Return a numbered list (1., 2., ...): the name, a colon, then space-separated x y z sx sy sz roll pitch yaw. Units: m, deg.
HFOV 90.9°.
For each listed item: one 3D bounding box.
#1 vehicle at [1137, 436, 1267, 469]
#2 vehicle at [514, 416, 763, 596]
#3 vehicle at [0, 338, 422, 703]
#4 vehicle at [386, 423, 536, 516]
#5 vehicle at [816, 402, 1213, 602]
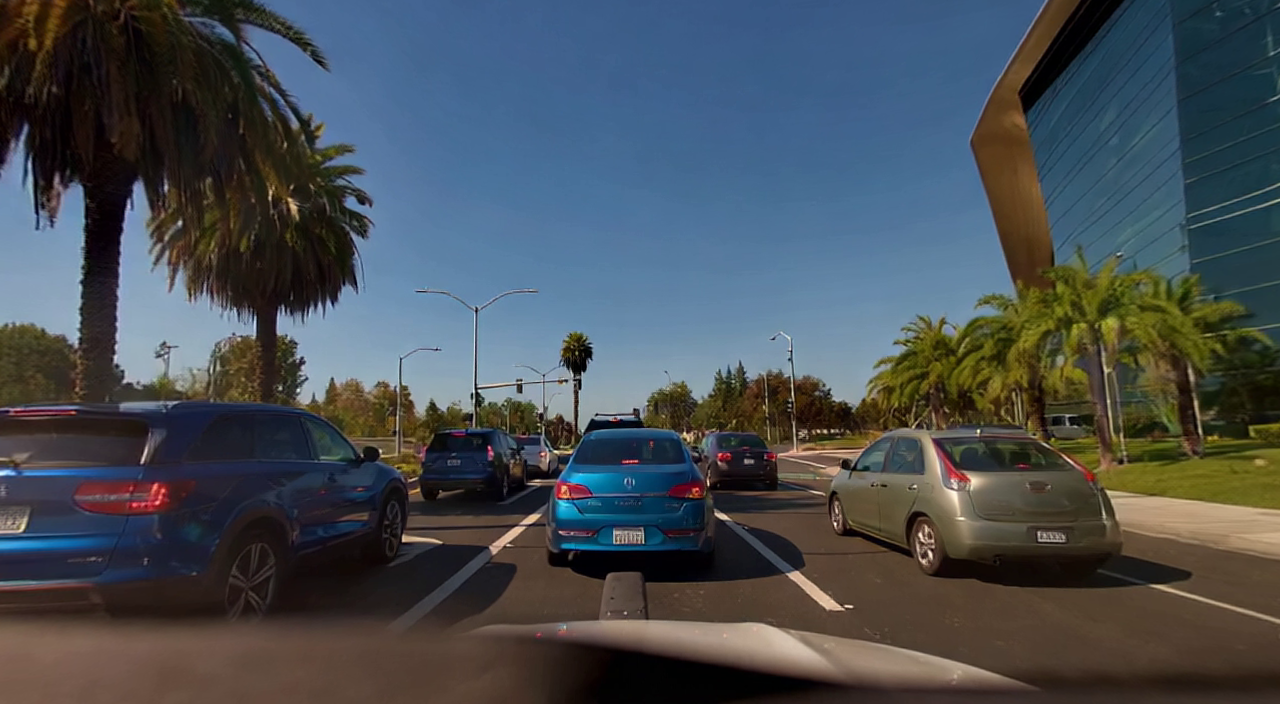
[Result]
1. vehicle: 25.445 4.556 28.657 4.014 1.417 1.777 -1 -8 5
2. vehicle: -0.060 1.694 7.855 2.219 1.586 4.321 0 -8 -1
3. vehicle: -3.540 1.135 5.077 2.014 1.775 4.404 0 -8 -1
4. vehicle: -3.479 2.356 13.076 1.917 1.631 3.768 0 -8 1
5. vehicle: 3.838 1.615 7.679 2.064 1.696 4.431 0 -8 0
